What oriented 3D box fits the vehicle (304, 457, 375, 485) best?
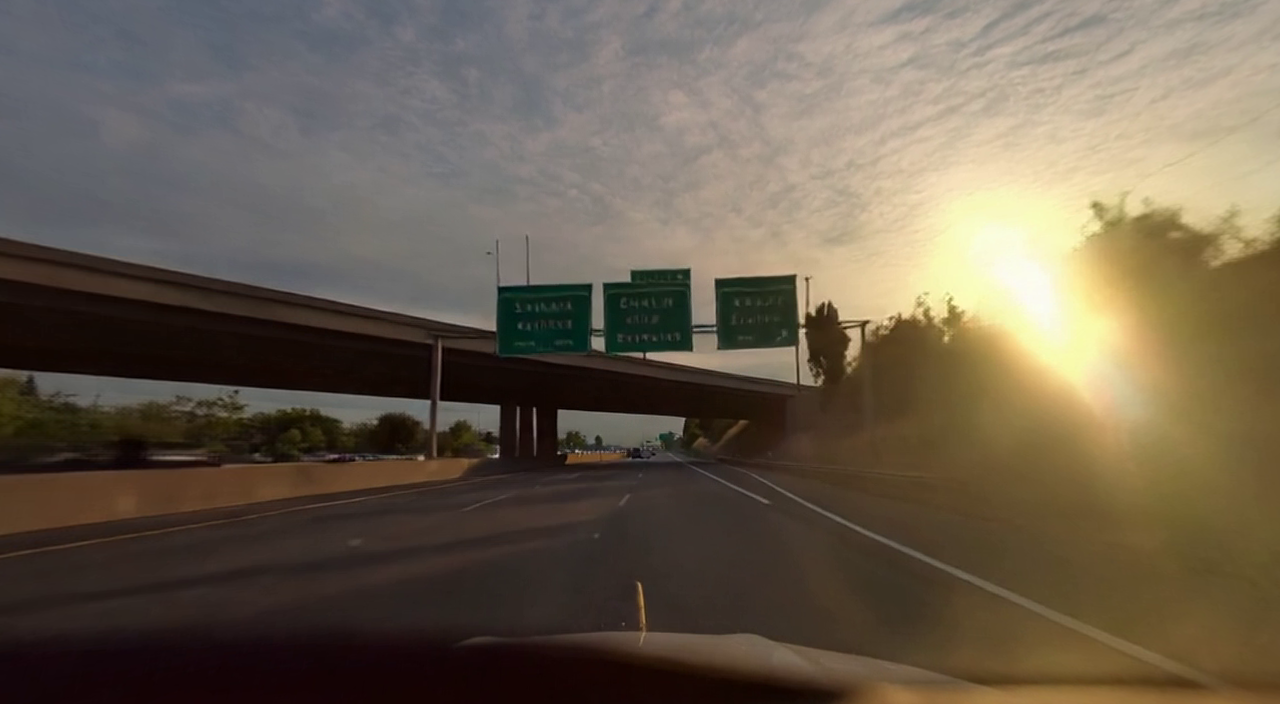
[{"bbox_3d":[-17.405,6.924,36.790,1.828,1.451,4.463,0,-9,2],"label":"vehicle"}]
